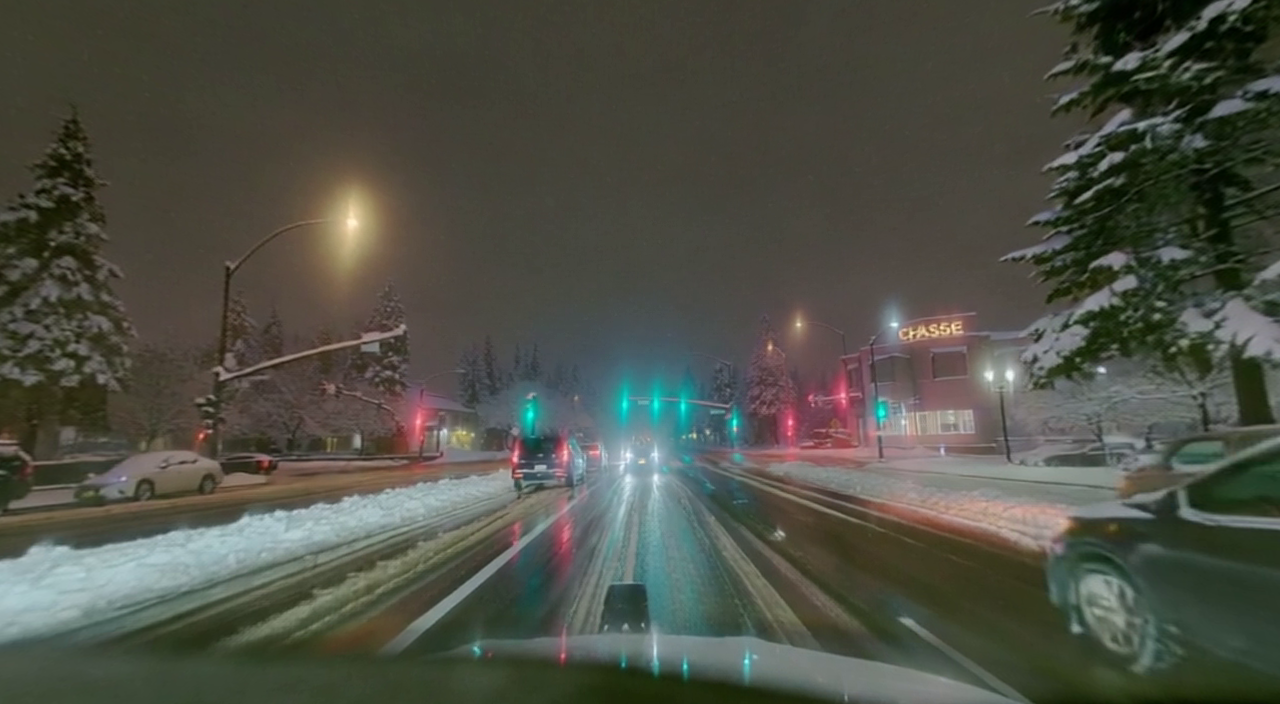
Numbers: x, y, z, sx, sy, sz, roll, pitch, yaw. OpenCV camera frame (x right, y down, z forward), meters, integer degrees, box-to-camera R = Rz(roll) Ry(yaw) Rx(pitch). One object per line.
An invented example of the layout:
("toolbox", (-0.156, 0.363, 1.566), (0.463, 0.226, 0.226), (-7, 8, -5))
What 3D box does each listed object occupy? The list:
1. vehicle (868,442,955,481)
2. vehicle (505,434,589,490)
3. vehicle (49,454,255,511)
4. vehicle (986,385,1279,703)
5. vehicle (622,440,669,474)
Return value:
("vehicle", (11.312, 4.563, 26.600), (1.935, 1.435, 4.141), (2, -8, 1))
("vehicle", (-3.000, 3.671, 21.436), (2.057, 1.678, 4.639), (0, -8, 1))
("vehicle", (-13.859, 3.672, 18.043), (4.481, 1.455, 2.068), (-2, -8, 10))
("vehicle", (3.702, 0.845, 2.263), (2.109, 1.510, 4.927), (0, -8, 0))
("vehicle", (0.247, 4.879, 29.463), (2.059, 1.477, 3.988), (0, -8, 0))
